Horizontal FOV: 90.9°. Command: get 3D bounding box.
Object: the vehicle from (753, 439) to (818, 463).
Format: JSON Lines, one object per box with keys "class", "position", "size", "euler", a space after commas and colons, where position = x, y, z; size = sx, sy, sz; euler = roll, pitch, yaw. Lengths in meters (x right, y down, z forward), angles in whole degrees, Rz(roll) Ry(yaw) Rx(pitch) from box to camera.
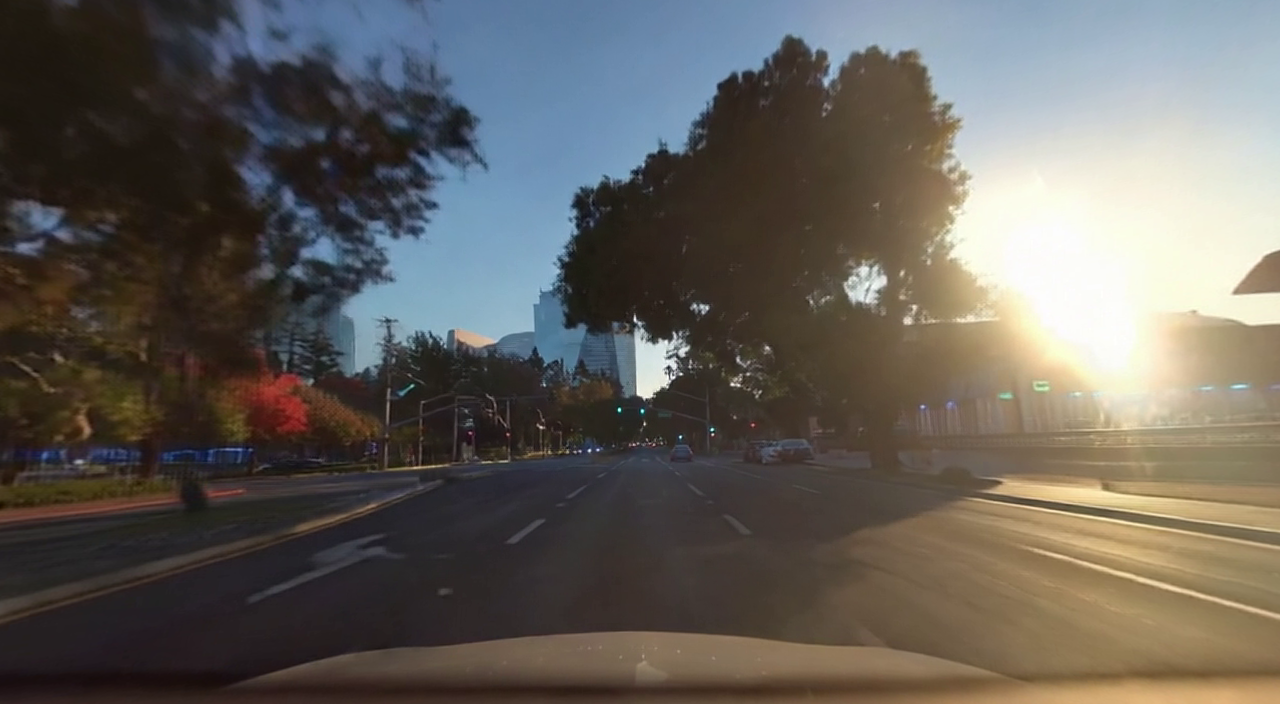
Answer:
{"class": "vehicle", "position": [9.945, 6.793, 43.374], "size": [4.007, 1.591, 1.915], "euler": [-1, -8, 3]}
